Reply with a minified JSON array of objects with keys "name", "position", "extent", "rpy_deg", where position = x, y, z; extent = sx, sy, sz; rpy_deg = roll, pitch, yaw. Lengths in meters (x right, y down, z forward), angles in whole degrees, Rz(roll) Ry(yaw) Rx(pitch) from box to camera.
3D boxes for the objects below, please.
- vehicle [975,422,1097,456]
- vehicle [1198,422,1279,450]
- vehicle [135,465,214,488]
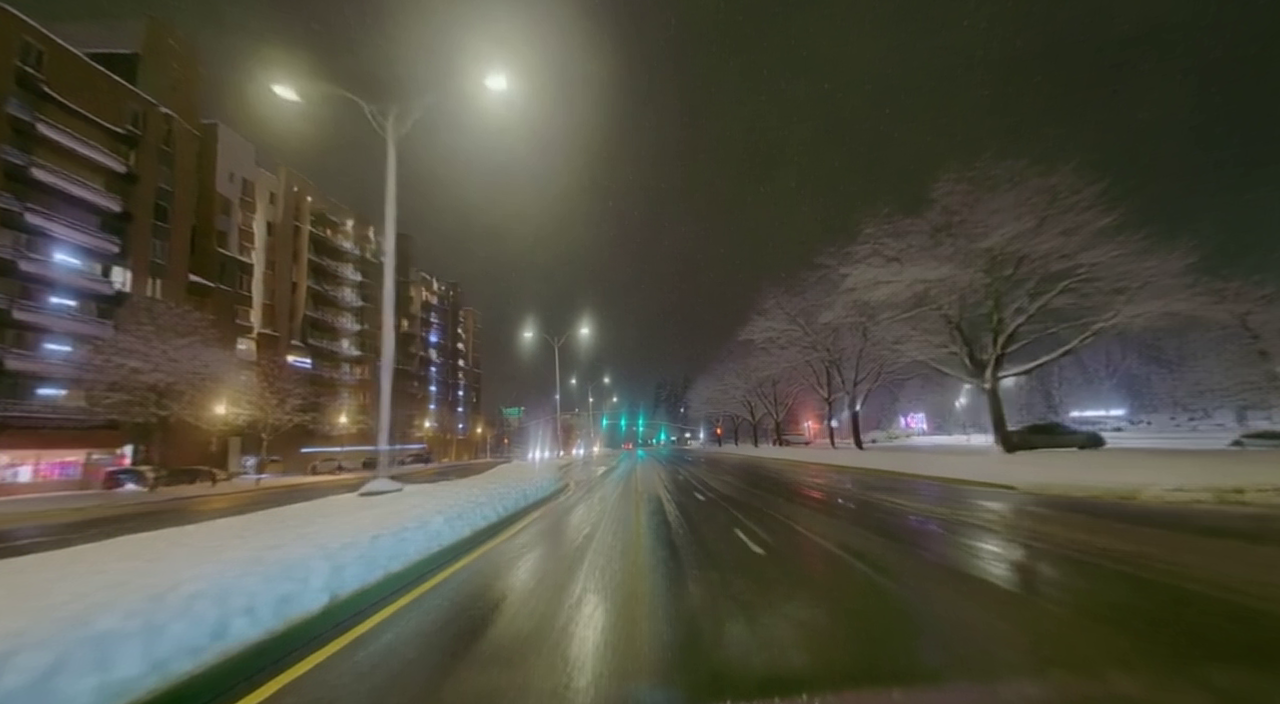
[{"name":"vehicle","position":[20.067,4.450,32.192],"extent":[4.745,1.675,2.096],"rpy_deg":[0,-9,0]},{"name":"vehicle","position":[33.595,4.667,34.771],"extent":[1.818,1.427,4.239],"rpy_deg":[0,-9,-1]},{"name":"vehicle","position":[-30.380,8.115,41.280],"extent":[3.705,1.403,1.762],"rpy_deg":[0,-9,2]}]
